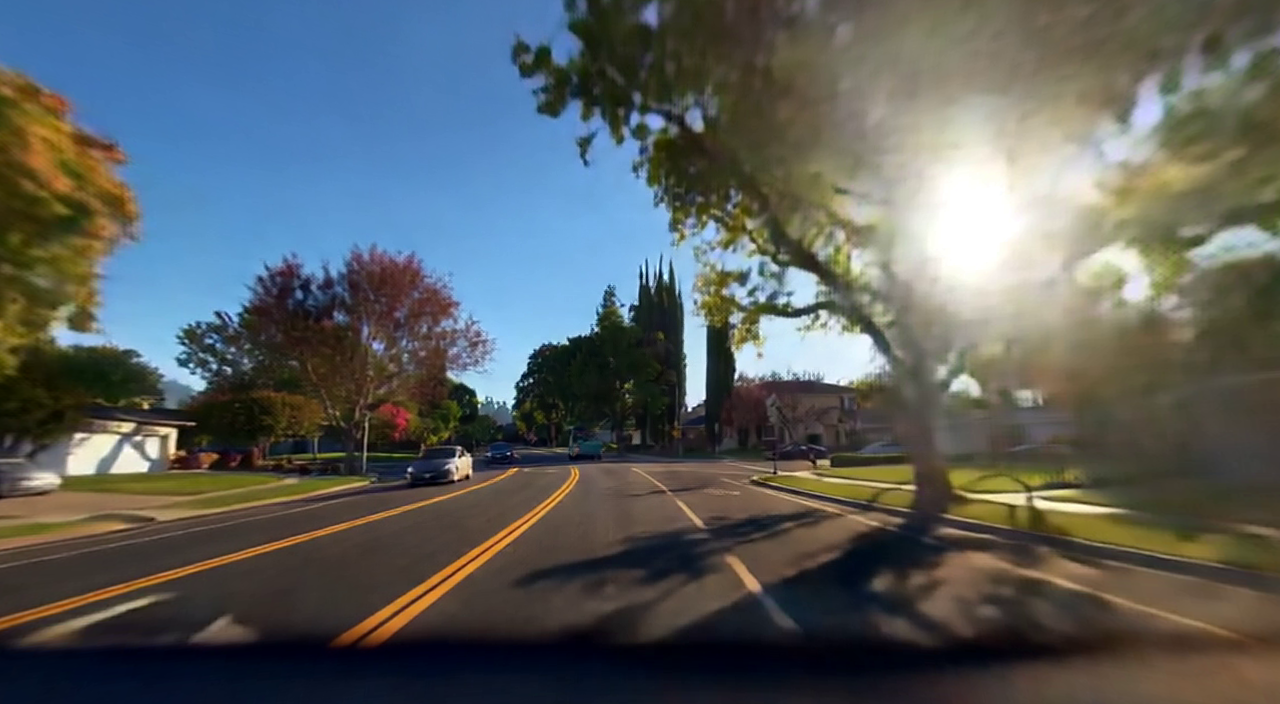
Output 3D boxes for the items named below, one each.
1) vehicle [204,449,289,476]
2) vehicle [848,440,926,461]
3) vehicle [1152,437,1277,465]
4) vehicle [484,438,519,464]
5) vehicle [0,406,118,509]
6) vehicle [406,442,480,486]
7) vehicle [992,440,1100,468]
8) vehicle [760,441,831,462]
[{"bbox_3d":[-26.315,7.361,42.232,4.378,1.714,1.977,0,-8,2],"label":"vehicle"},{"bbox_3d":[17.447,6.993,44.776,4.795,1.468,1.945,-1,-9,9],"label":"vehicle"},{"bbox_3d":[31.066,5.366,34.200,4.587,1.460,1.895,-1,-9,9],"label":"vehicle"},{"bbox_3d":[-9.683,6.947,44.336,2.069,1.740,4.446,1,-9,-9],"label":"vehicle"},{"bbox_3d":[-19.846,3.160,19.162,6.474,2.781,2.364,-2,-9,12],"label":"vehicle"},{"bbox_3d":[-7.853,4.471,25.551,1.910,1.538,4.478,-2,-8,-4],"label":"vehicle"},{"bbox_3d":[22.599,5.695,35.279,4.607,1.481,1.884,-2,-9,11],"label":"vehicle"},{"bbox_3d":[11.210,7.221,45.734,4.737,1.447,1.766,-1,-9,6],"label":"vehicle"}]
